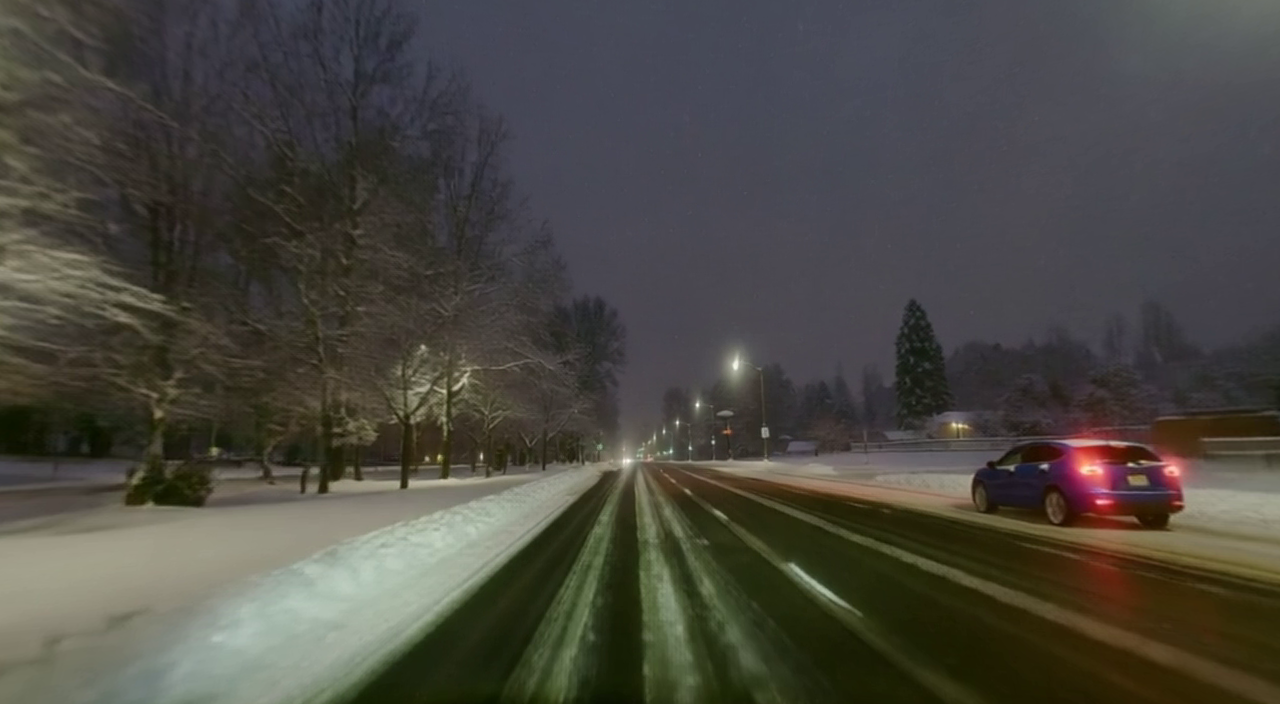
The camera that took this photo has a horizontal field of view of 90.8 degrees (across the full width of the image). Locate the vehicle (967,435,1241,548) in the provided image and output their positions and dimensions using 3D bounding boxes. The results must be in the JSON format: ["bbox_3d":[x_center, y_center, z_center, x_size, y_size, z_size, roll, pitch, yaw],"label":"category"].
[{"bbox_3d":[7.254,2.172,10.403,1.797,1.518,3.433,0,-9,-1],"label":"vehicle"}]
